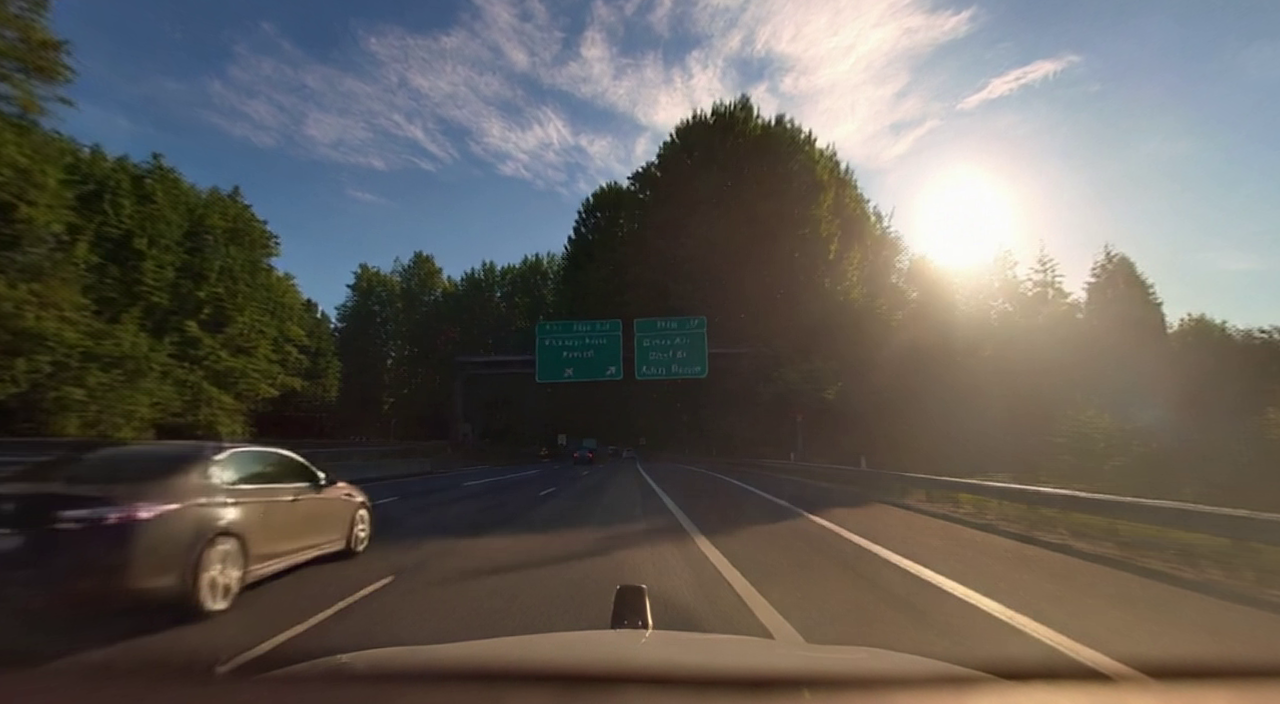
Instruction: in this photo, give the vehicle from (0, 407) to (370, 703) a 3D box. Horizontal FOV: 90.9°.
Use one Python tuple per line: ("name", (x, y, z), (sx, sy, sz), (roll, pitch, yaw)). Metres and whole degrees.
("vehicle", (-4.263, 1.360, 5.068), (2.065, 1.551, 4.889), (0, -9, -1))
